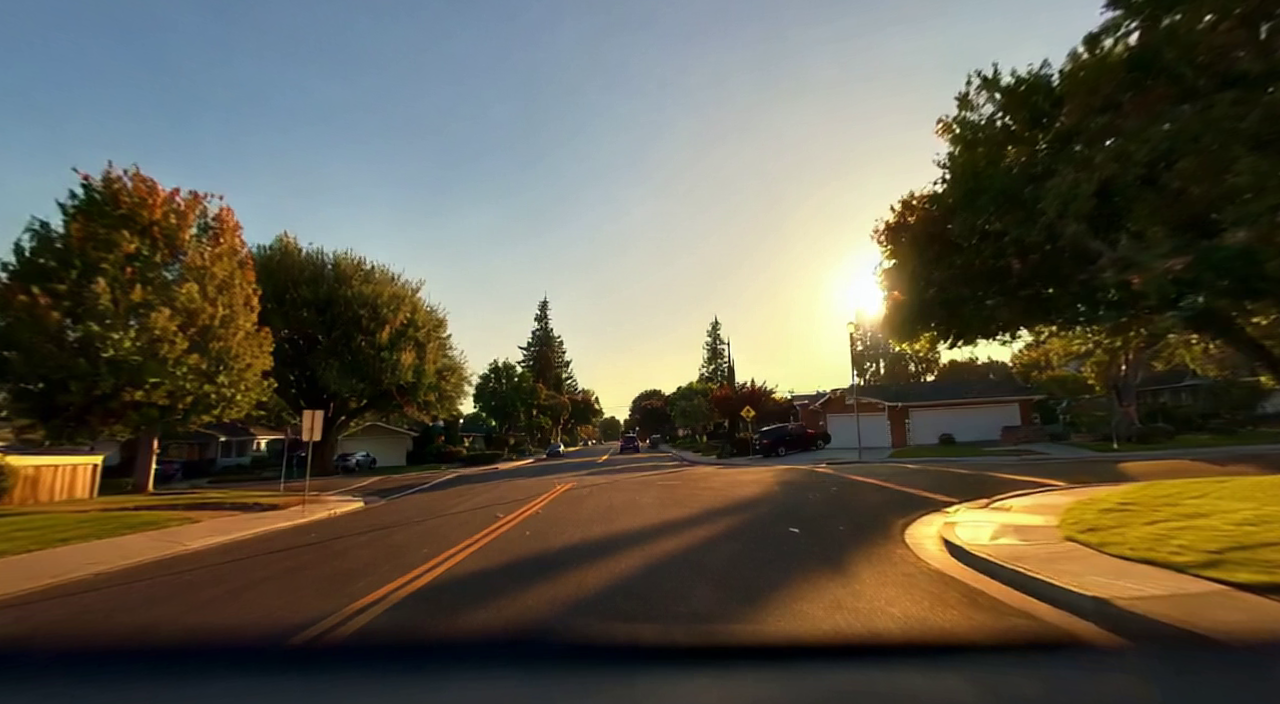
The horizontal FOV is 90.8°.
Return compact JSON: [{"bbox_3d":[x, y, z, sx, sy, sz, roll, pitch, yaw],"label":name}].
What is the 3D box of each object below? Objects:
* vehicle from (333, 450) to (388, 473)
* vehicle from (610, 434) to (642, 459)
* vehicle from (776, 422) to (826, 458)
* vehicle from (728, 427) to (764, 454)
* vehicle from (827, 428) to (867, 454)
[{"bbox_3d":[-20.176,7.886,45.791,1.917,1.499,4.569,0,-8,0],"label":"vehicle"},{"bbox_3d":[-0.988,6.715,44.969,2.116,1.711,4.155,0,-8,-1],"label":"vehicle"},{"bbox_3d":[9.434,5.247,37.484,2.333,1.933,5.662,-1,-9,9],"label":"vehicle"},{"bbox_3d":[7.597,6.443,45.700,2.130,1.836,4.464,-1,-9,5],"label":"vehicle"},{"bbox_3d":[12.745,5.533,39.064,1.972,1.528,3.891,-2,-9,13],"label":"vehicle"}]
